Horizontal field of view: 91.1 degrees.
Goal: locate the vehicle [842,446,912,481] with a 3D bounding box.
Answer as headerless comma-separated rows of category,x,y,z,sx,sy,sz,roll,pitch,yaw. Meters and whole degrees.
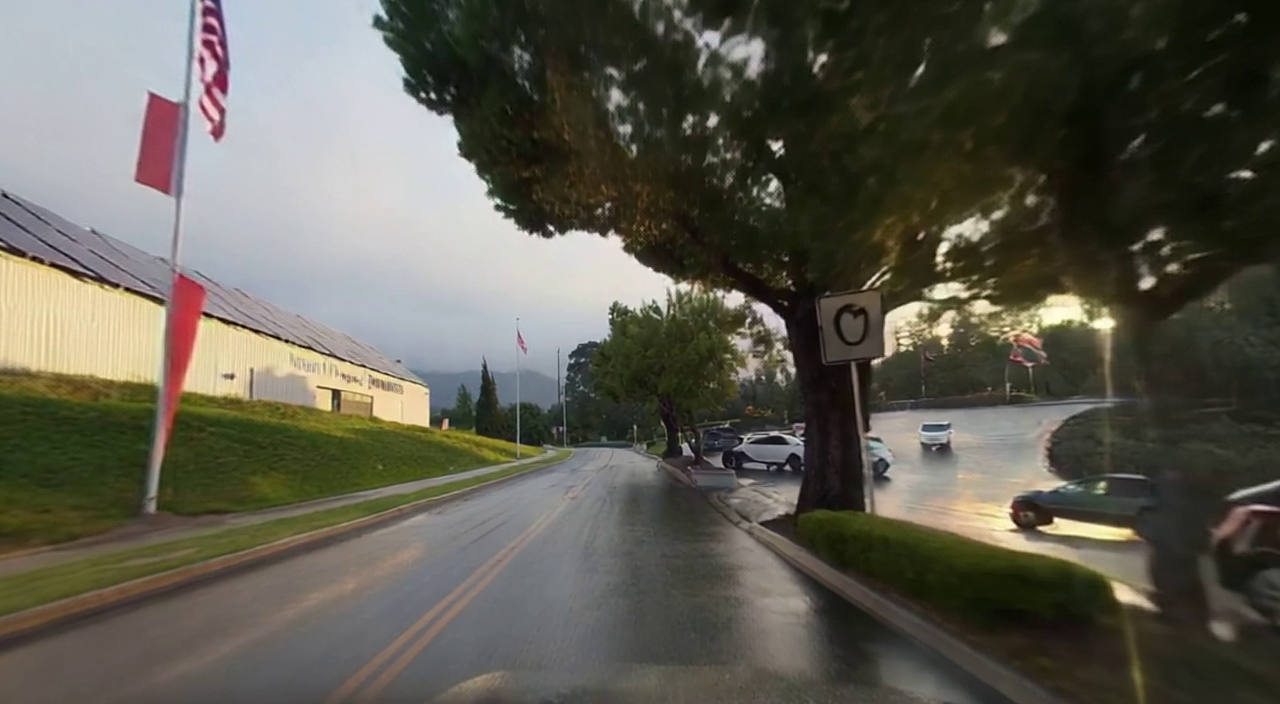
vehicle,10.992,5.159,29.445,1.819,1.494,3.834,-1,-9,1

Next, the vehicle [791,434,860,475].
vehicle,8.482,4.716,29.179,1.924,1.713,4.627,-1,-9,2

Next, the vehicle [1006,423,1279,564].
vehicle,9.182,2.333,11.194,2.113,1.945,4.546,1,-9,-8

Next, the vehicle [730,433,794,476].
vehicle,5.698,4.847,29.872,1.977,1.860,4.237,0,-9,-2
